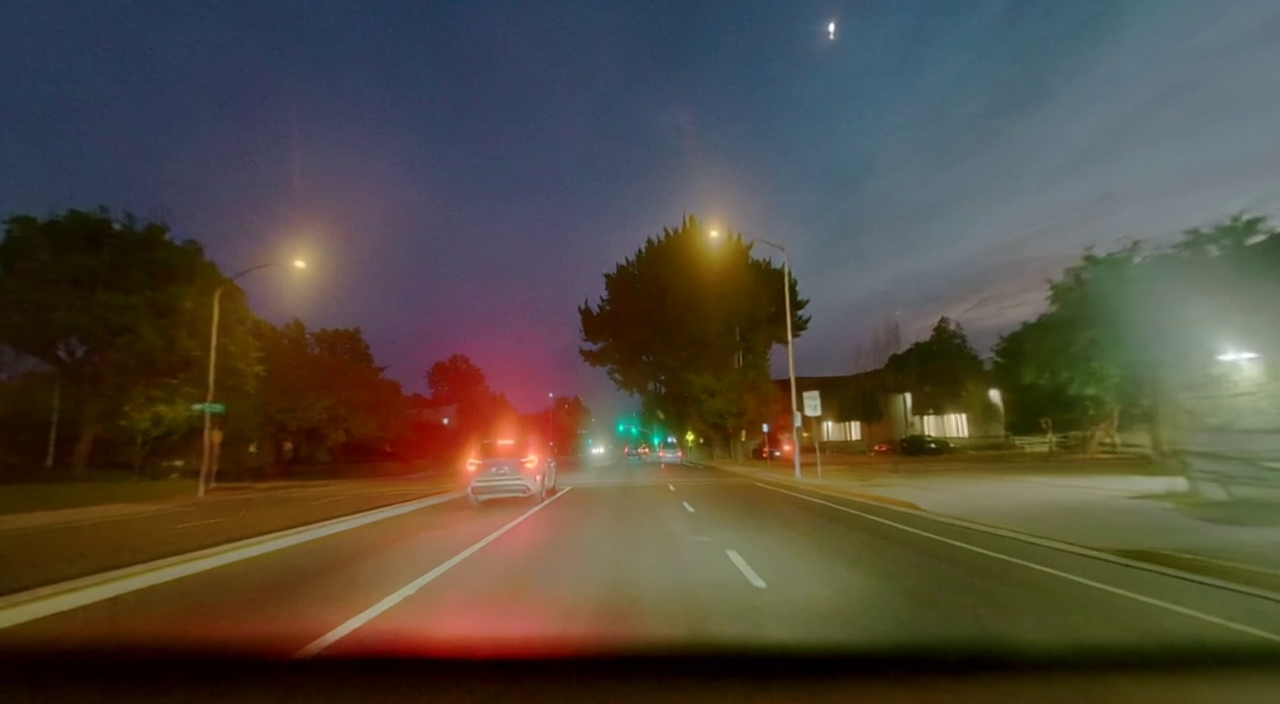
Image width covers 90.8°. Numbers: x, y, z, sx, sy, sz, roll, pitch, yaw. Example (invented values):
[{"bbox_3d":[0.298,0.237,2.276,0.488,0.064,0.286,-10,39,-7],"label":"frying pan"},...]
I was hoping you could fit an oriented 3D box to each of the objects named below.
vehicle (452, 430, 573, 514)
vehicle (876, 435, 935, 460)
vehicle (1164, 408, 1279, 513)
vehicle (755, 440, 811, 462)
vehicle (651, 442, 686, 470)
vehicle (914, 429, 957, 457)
[{"bbox_3d":[-2.888,2.836,15.539,2.205,1.706,4.904,0,-8,-3],"label":"vehicle"},{"bbox_3d":[18.857,6.769,44.782,2.150,1.659,4.678,-8,-12,44],"label":"vehicle"},{"bbox_3d":[11.856,1.800,10.584,4.478,1.694,2.178,-6,-10,36],"label":"vehicle"},{"bbox_3d":[10.528,7.306,46.781,1.903,1.569,3.751,6,-10,-34],"label":"vehicle"},{"bbox_3d":[1.756,6.581,40.197,2.003,1.614,4.072,0,-8,-1],"label":"vehicle"},{"bbox_3d":[23.157,7.124,49.444,2.117,1.987,4.418,-9,-12,34],"label":"vehicle"}]
